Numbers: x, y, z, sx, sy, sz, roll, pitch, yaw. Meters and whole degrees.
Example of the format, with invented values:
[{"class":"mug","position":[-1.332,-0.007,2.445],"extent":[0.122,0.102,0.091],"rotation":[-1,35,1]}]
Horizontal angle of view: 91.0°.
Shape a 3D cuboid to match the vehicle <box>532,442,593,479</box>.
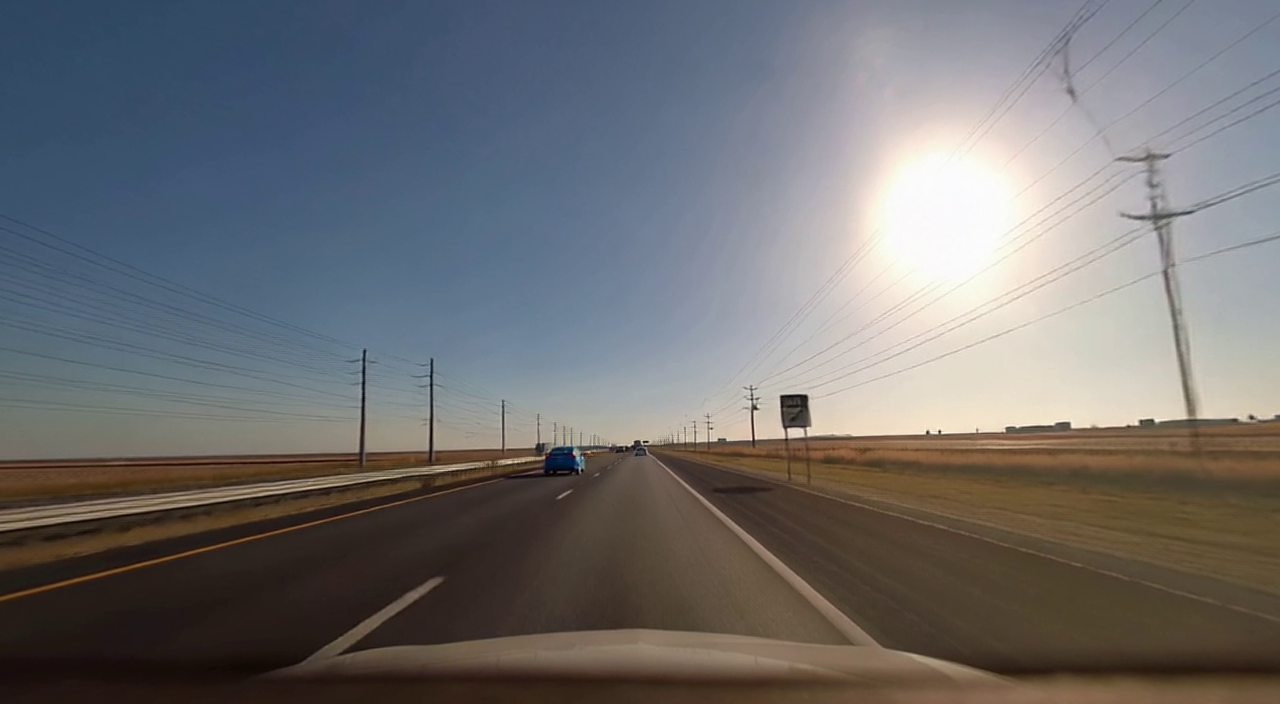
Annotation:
[{"class":"vehicle","position":[-3.450,4.951,28.915],"extent":[2.106,1.543,4.465],"rotation":[0,-9,1]}]
